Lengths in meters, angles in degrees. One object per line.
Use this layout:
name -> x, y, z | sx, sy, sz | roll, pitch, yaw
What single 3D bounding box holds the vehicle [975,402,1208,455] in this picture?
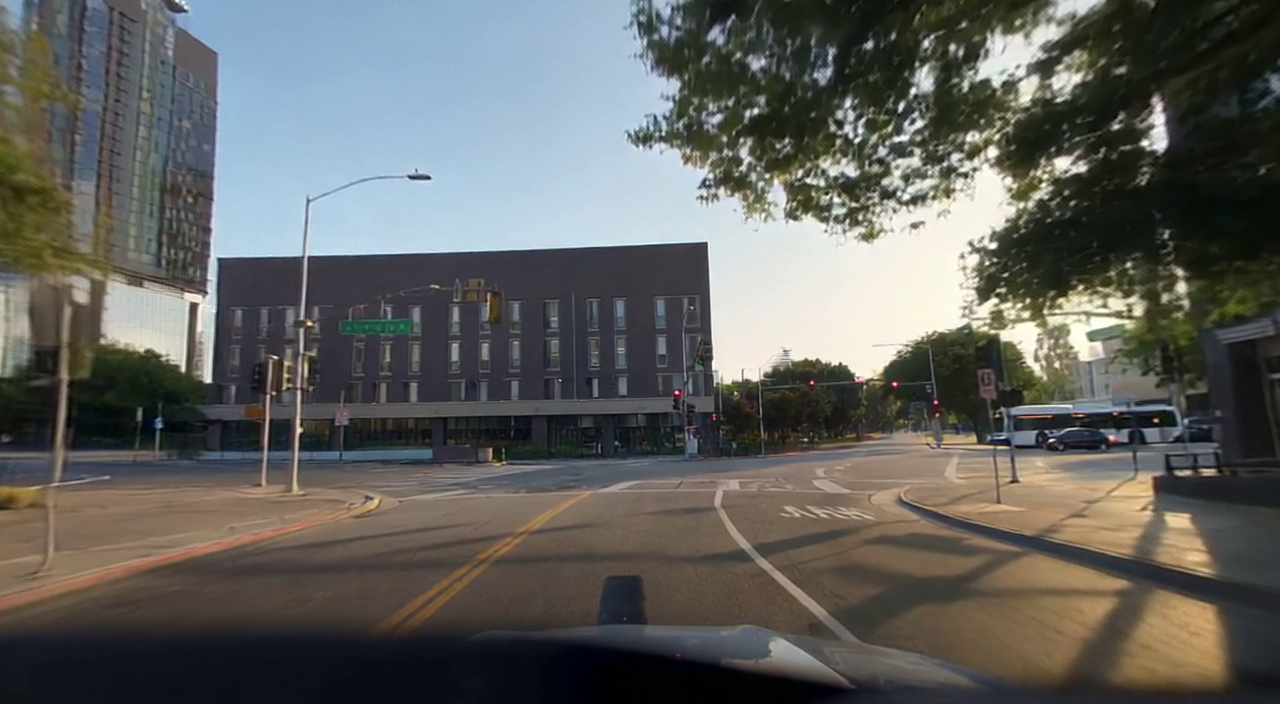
vehicle -> 29.323, 5.063, 41.206 | 12.822, 3.296, 3.033 | 0, -9, 0
